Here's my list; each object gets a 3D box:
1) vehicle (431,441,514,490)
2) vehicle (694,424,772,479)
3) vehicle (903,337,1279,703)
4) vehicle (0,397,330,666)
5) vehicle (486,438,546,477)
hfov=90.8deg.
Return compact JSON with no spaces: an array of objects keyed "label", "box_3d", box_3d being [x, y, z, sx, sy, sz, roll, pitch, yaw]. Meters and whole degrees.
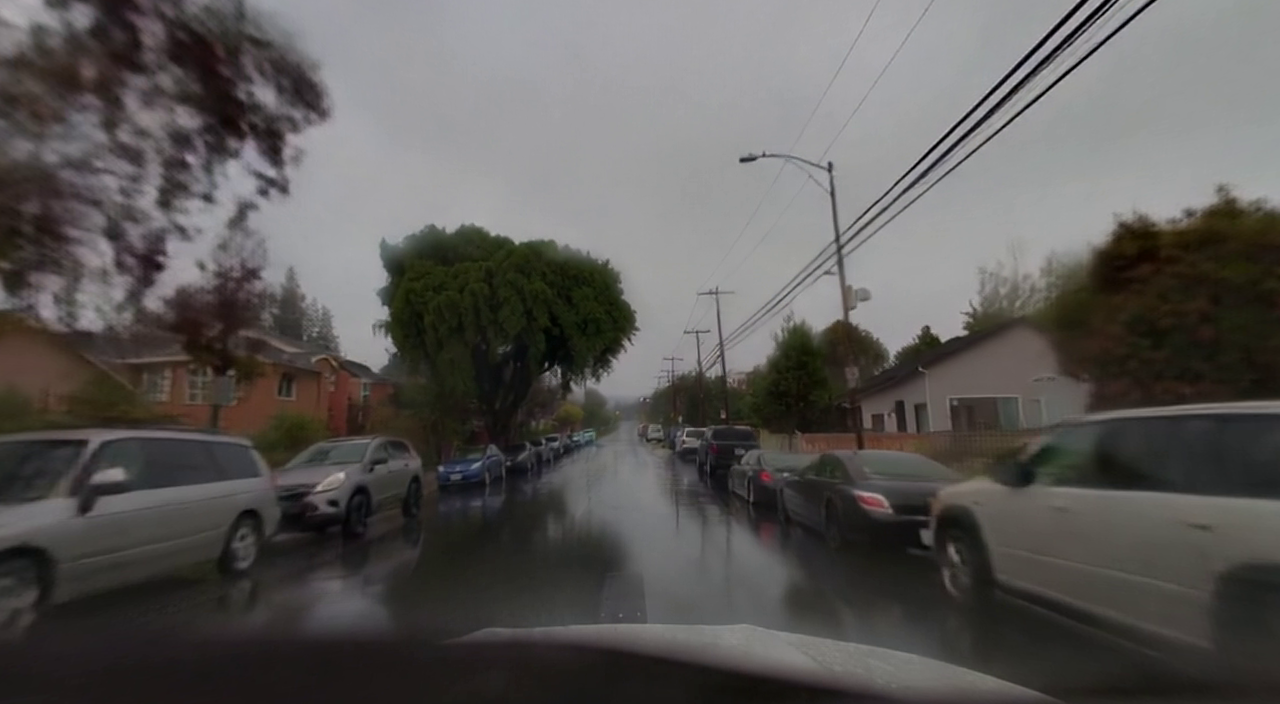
[{"label":"vehicle","box_3d":[-6.233,4.234,24.109,2.002,1.585,5.080,-2,-8,-3]},{"label":"vehicle","box_3d":[3.450,3.815,24.503,2.107,1.866,5.199,0,-8,-1]},{"label":"vehicle","box_3d":[3.591,0.977,3.453,2.009,1.810,5.045,0,-8,-2]},{"label":"vehicle","box_3d":[-5.832,1.629,6.761,2.184,1.958,5.757,0,-8,-1]},{"label":"vehicle","box_3d":[-6.151,5.235,31.888,1.924,1.525,4.688,-5,-6,0]}]
